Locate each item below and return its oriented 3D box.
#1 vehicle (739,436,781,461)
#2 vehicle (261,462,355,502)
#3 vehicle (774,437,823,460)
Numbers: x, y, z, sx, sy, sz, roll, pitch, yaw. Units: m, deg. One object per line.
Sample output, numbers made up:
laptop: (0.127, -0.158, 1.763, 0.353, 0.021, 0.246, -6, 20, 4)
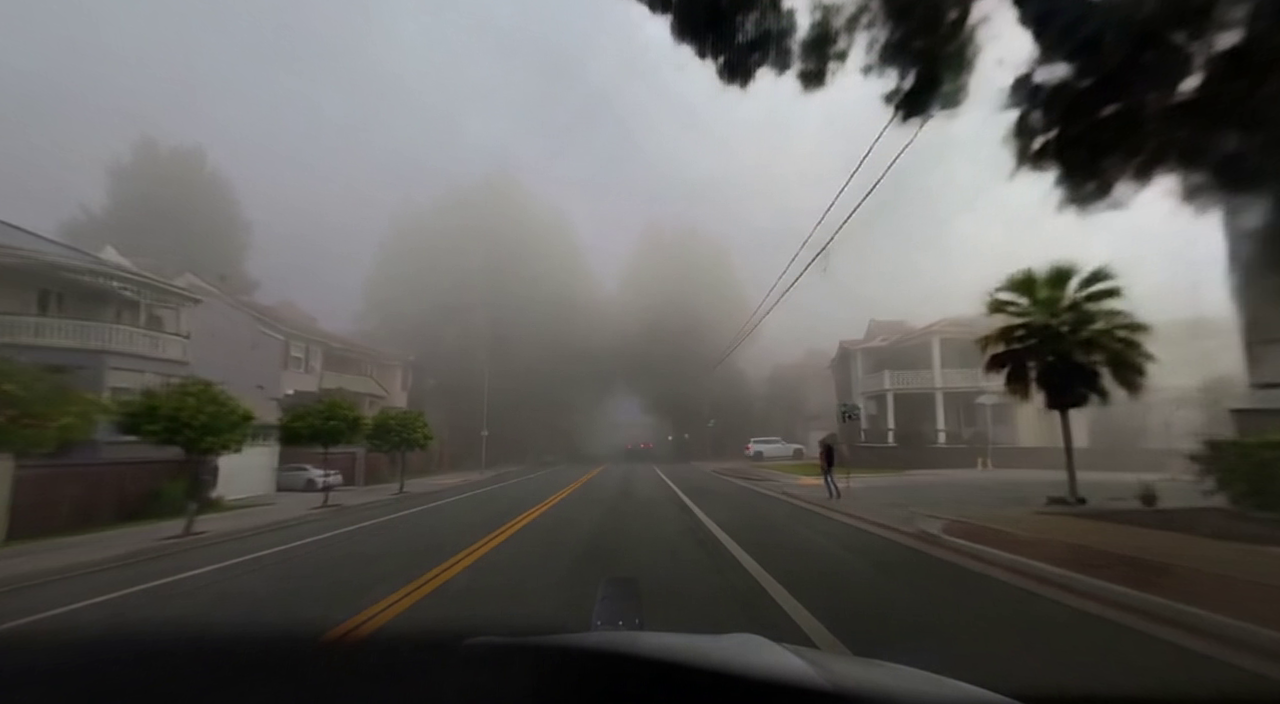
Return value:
vehicle: (8.978, 7.257, 47.643, 2.121, 1.785, 4.693, 0, -9, -1)
vehicle: (-15.446, 6.034, 29.712, 2.124, 1.538, 4.237, -1, -8, 0)
vehicle: (11.806, 7.245, 47.541, 2.181, 1.530, 4.867, -2, -8, -3)
